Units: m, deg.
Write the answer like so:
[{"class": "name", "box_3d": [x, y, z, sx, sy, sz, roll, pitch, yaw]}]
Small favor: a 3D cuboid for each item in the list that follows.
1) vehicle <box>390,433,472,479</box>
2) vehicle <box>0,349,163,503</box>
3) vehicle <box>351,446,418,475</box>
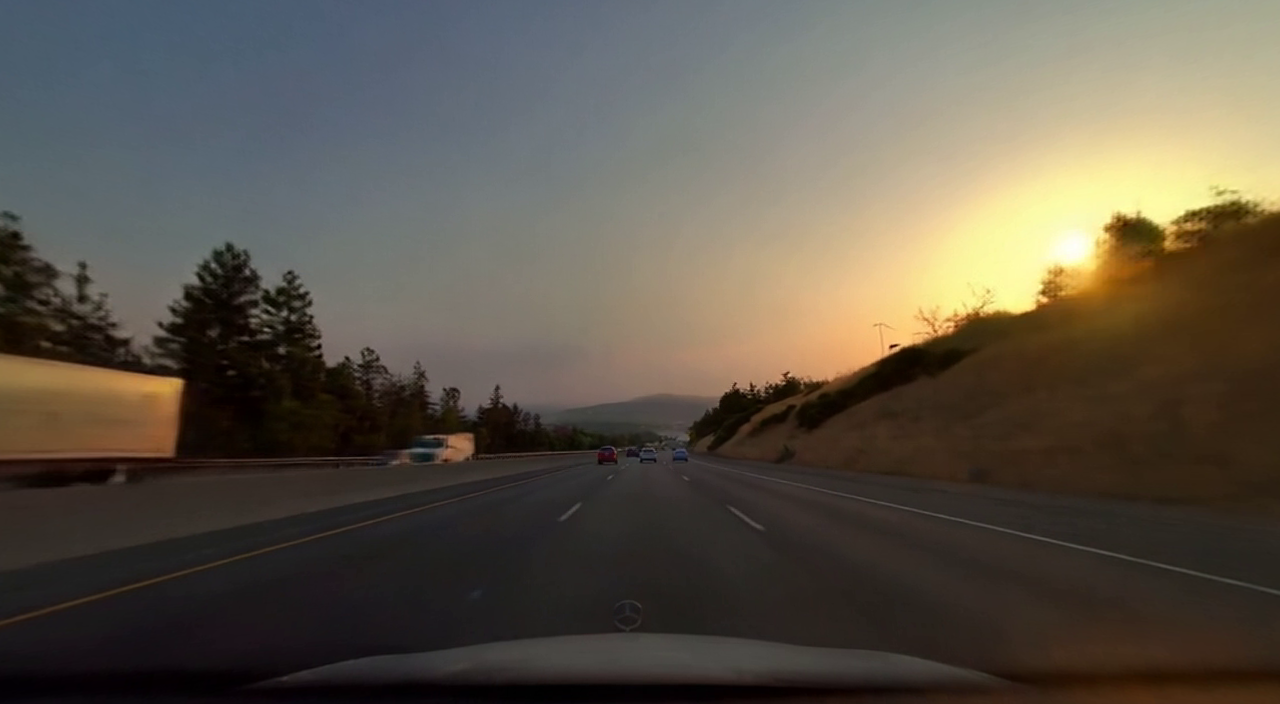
[{"class": "vehicle", "box_3d": [-11.159, 5.608, 34.218, 2.570, 2.297, 5.211, 0, -9, 1]}, {"class": "vehicle", "box_3d": [-18.791, 1.761, 15.476, 2.883, 4.113, 14.175, 0, -9, 1]}, {"class": "vehicle", "box_3d": [-15.014, 6.397, 37.338, 2.001, 1.634, 4.519, 0, -9, 1]}]
